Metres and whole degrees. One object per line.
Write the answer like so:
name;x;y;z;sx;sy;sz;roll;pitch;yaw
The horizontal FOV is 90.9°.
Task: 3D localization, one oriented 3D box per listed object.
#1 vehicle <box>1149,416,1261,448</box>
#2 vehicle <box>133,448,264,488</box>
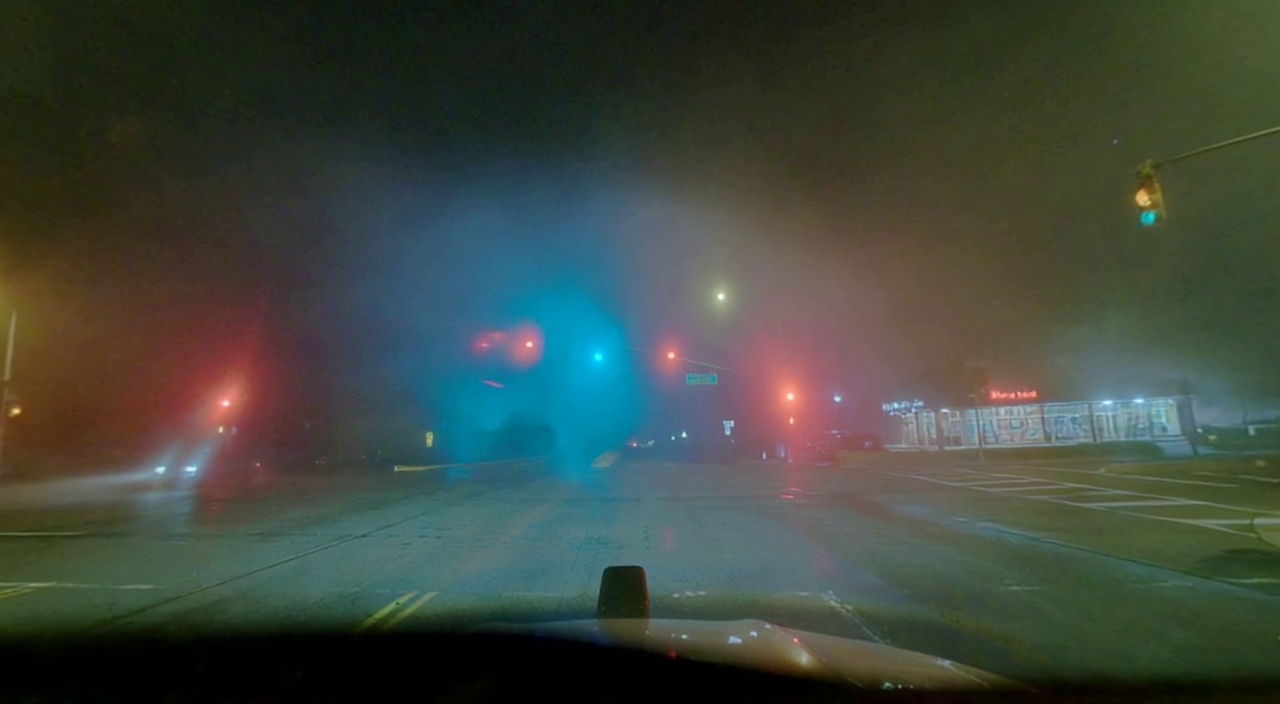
vehicle;28.270;4.067;31.722;1.799;1.459;4.266;-1;-8;3
vehicle;-18.424;4.832;26.629;1.919;1.513;4.604;-1;-8;4
